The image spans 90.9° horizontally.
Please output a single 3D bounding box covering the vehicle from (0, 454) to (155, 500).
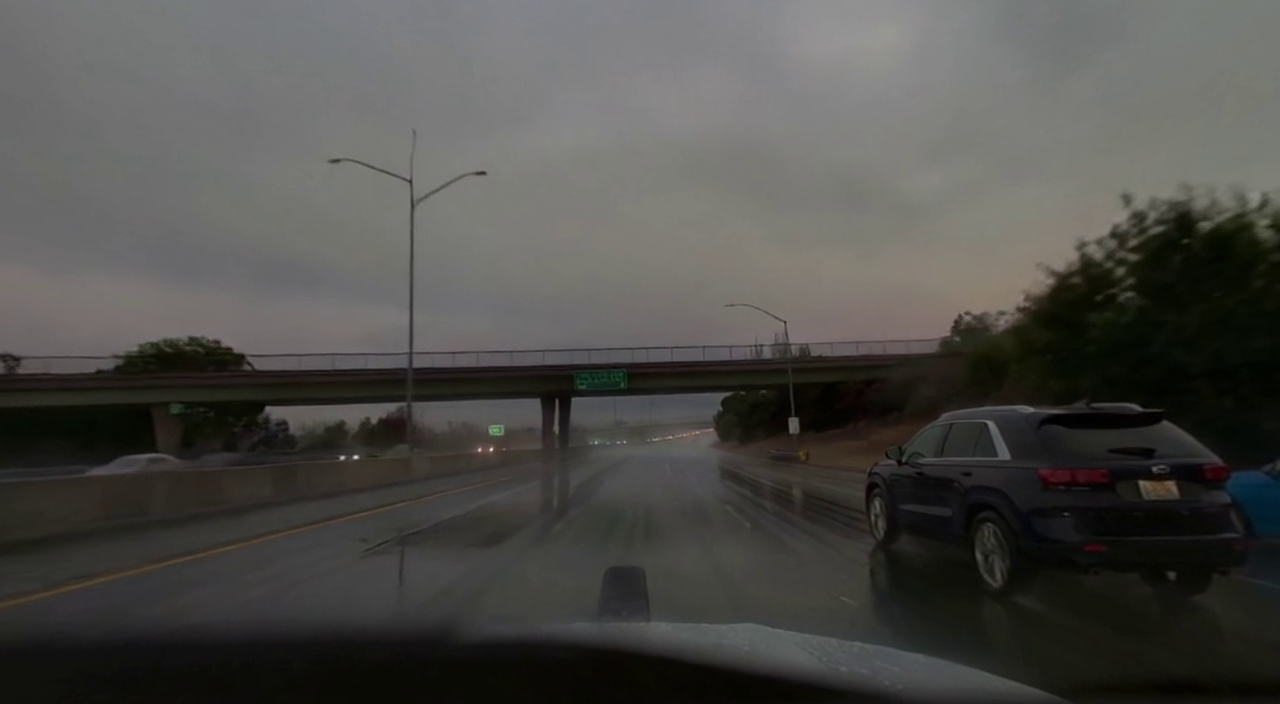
[{"bbox_3d":[-21.409,4.674,24.071,2.026,1.514,4.504,-1,-9,2],"label":"vehicle"}]

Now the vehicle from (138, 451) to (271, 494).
[{"bbox_3d":[-17.366,4.803,25.484,2.042,1.526,4.548,0,-9,2],"label":"vehicle"}]

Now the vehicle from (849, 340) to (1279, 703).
[{"bbox_3d":[3.528,1.134,5.280,2.019,1.732,4.579,0,-9,1],"label":"vehicle"}]
